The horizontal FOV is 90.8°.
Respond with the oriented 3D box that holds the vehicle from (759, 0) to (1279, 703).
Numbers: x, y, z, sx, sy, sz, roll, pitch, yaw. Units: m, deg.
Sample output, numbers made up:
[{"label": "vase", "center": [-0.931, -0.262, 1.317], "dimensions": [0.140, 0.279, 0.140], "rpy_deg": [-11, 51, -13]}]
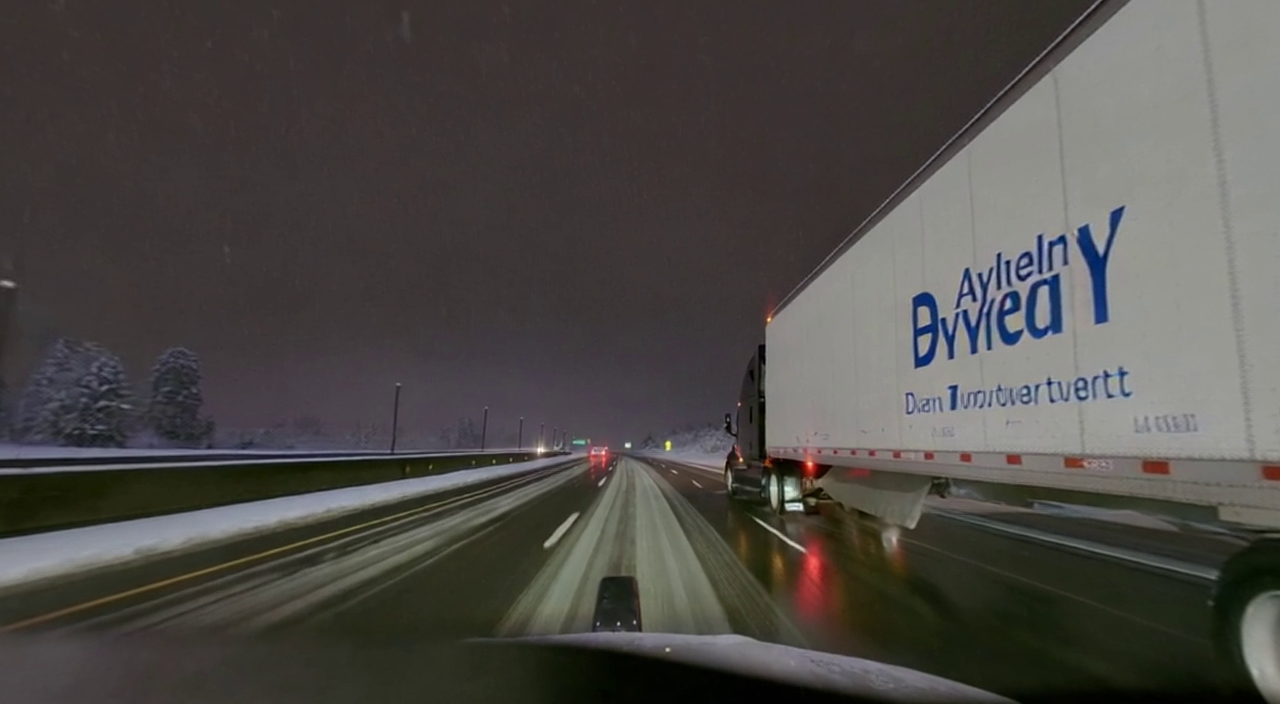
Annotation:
[{"label": "vehicle", "center": [3.982, 0.285, 6.831], "dimensions": [2.962, 4.132, 12.720], "rpy_deg": [0, -8, 0]}]
